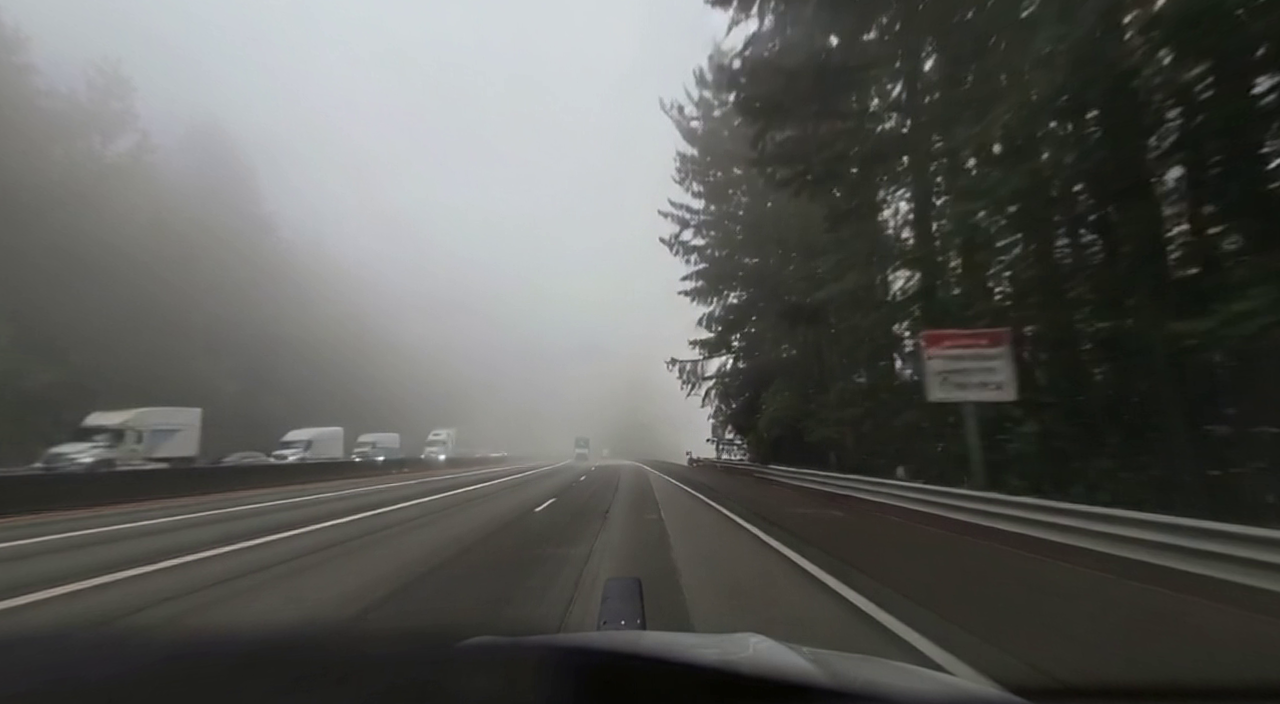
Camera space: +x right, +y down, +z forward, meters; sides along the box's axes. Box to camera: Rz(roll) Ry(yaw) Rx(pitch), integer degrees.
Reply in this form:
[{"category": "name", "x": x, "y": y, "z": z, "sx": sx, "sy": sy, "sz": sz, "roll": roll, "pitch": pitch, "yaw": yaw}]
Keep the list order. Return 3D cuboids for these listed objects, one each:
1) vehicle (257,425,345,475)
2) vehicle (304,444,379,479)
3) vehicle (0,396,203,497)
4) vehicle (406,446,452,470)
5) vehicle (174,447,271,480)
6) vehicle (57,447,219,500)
[{"category": "vehicle", "x": -20.911, "y": 6.112, "z": 39.266, "sx": 2.249, "sy": 2.817, "sz": 5.913, "roll": 0, "pitch": -9, "yaw": -1}, {"category": "vehicle", "x": -16.099, "y": 5.908, "z": 34.253, "sx": 1.962, "sy": 1.714, "sz": 4.445, "roll": -1, "pitch": -9, "yaw": -1}, {"category": "vehicle", "x": -20.860, "y": 3.644, "z": 24.754, "sx": 2.624, "sy": 3.302, "sz": 6.257, "roll": 3, "pitch": -8, "yaw": 1}, {"category": "vehicle", "x": -15.861, "y": 7.988, "z": 47.595, "sx": 1.953, "sy": 1.662, "sz": 4.536, "roll": 0, "pitch": -9, "yaw": 0}, {"category": "vehicle", "x": -21.013, "y": 5.625, "z": 31.992, "sx": 1.949, "sy": 1.539, "sz": 4.422, "roll": 0, "pitch": -9, "yaw": -1}, {"category": "vehicle", "x": -16.183, "y": 3.913, "z": 20.672, "sx": 1.842, "sy": 1.521, "sz": 4.264, "roll": 0, "pitch": -9, "yaw": -1}]
